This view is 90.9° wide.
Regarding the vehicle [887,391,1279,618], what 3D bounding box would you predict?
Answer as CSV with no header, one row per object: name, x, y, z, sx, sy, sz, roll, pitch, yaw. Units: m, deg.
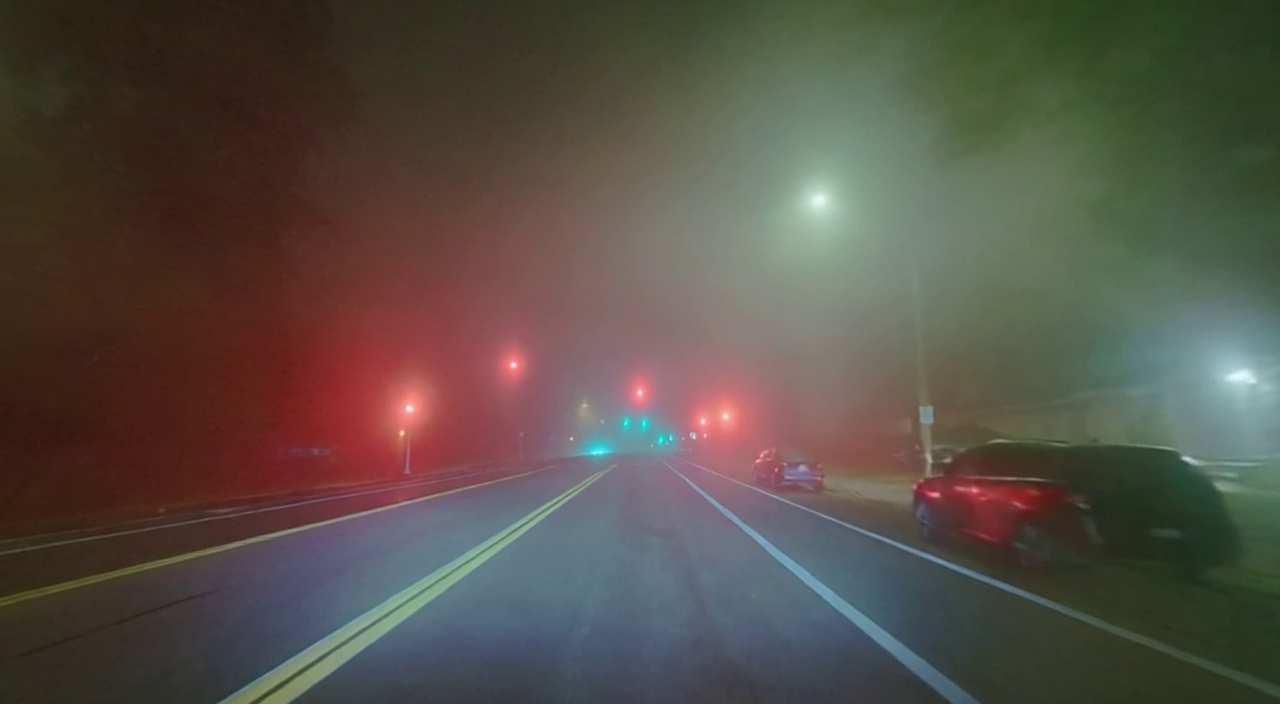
vehicle,4.814,1.525,7.240,2.069,1.743,4.595,0,-9,0

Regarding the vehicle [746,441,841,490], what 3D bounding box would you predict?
vehicle,5.010,3.766,21.312,1.995,1.472,4.884,0,-9,0
